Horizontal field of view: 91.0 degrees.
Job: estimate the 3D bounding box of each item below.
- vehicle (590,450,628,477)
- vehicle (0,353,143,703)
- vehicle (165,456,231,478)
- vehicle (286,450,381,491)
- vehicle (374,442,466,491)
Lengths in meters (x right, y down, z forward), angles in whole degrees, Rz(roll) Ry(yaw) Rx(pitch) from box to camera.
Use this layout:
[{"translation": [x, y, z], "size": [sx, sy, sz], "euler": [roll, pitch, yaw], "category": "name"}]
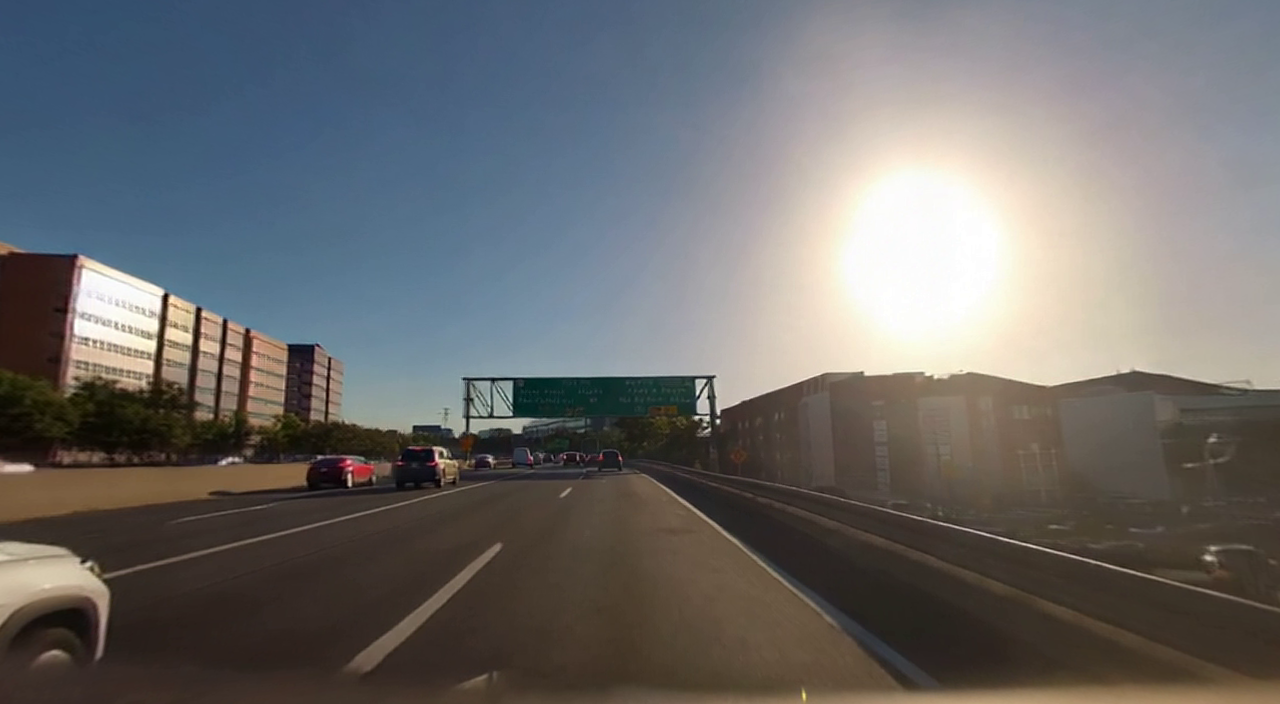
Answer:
[{"translation": [-1.835, 6.587, 37.446], "size": [2.110, 1.501, 4.319], "euler": [0, -9, -3], "category": "vehicle"}, {"translation": [-3.574, 0.616, 0.851], "size": [2.036, 1.717, 4.592], "euler": [0, -9, 0], "category": "vehicle"}, {"translation": [-33.415, 8.725, 47.776], "size": [1.962, 1.510, 4.431], "euler": [0, -9, -3], "category": "vehicle"}, {"translation": [-12.254, 4.735, 25.486], "size": [1.936, 1.501, 3.900], "euler": [0, -9, -2], "category": "vehicle"}, {"translation": [-8.363, 4.389, 24.412], "size": [2.065, 1.689, 4.399], "euler": [0, -9, -2], "category": "vehicle"}]
